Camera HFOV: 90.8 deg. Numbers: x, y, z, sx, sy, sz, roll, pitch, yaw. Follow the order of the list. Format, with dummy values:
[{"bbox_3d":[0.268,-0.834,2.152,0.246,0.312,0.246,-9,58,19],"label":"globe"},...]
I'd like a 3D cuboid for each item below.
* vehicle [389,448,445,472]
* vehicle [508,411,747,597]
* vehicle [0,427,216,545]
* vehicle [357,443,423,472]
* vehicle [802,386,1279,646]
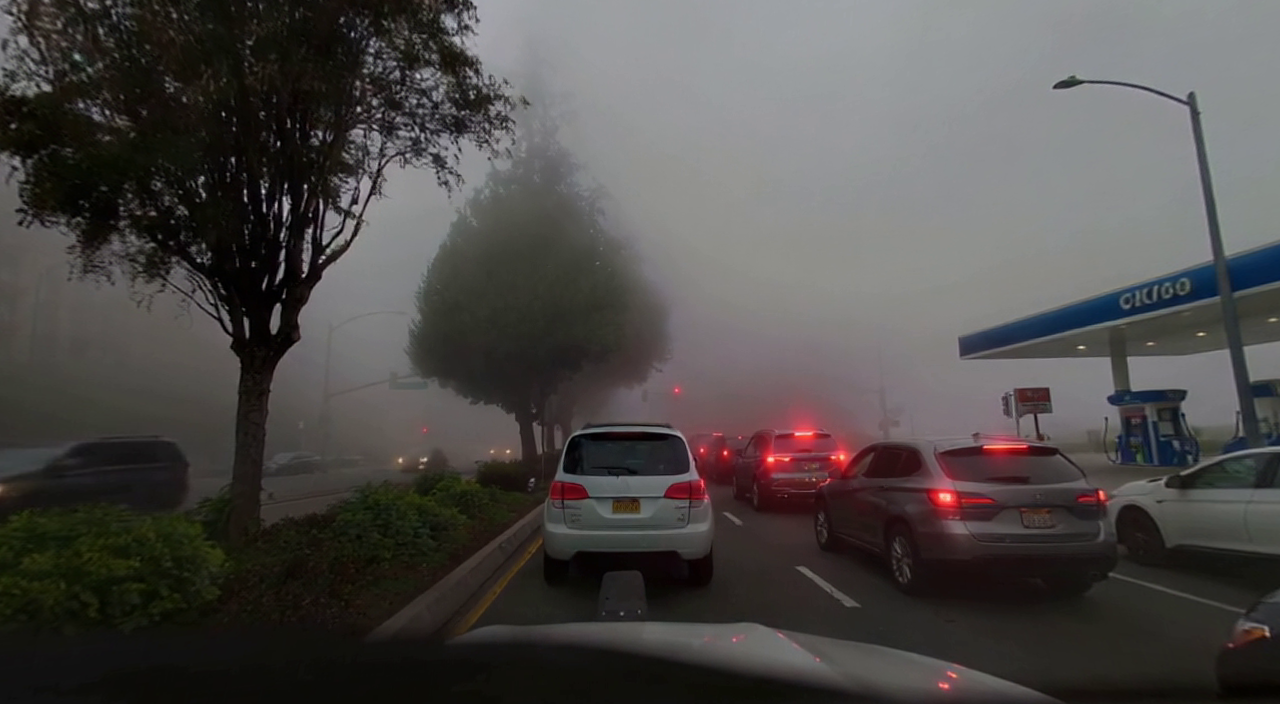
[{"bbox_3d":[-14.785,7.182,42.200,2.011,1.465,4.528,-1,-9,1],"label":"vehicle"},{"bbox_3d":[-0.150,1.619,7.499,2.106,1.613,3.697,0,-9,-1],"label":"vehicle"},{"bbox_3d":[-10.885,2.407,12.006,2.190,1.778,5.033,0,-9,-1],"label":"vehicle"},{"bbox_3d":[-17.920,7.567,45.595,2.325,1.938,5.913,0,-9,0],"label":"vehicle"},{"bbox_3d":[3.368,1.411,6.473,2.056,1.700,4.399,0,-9,-2],"label":"vehicle"}]
